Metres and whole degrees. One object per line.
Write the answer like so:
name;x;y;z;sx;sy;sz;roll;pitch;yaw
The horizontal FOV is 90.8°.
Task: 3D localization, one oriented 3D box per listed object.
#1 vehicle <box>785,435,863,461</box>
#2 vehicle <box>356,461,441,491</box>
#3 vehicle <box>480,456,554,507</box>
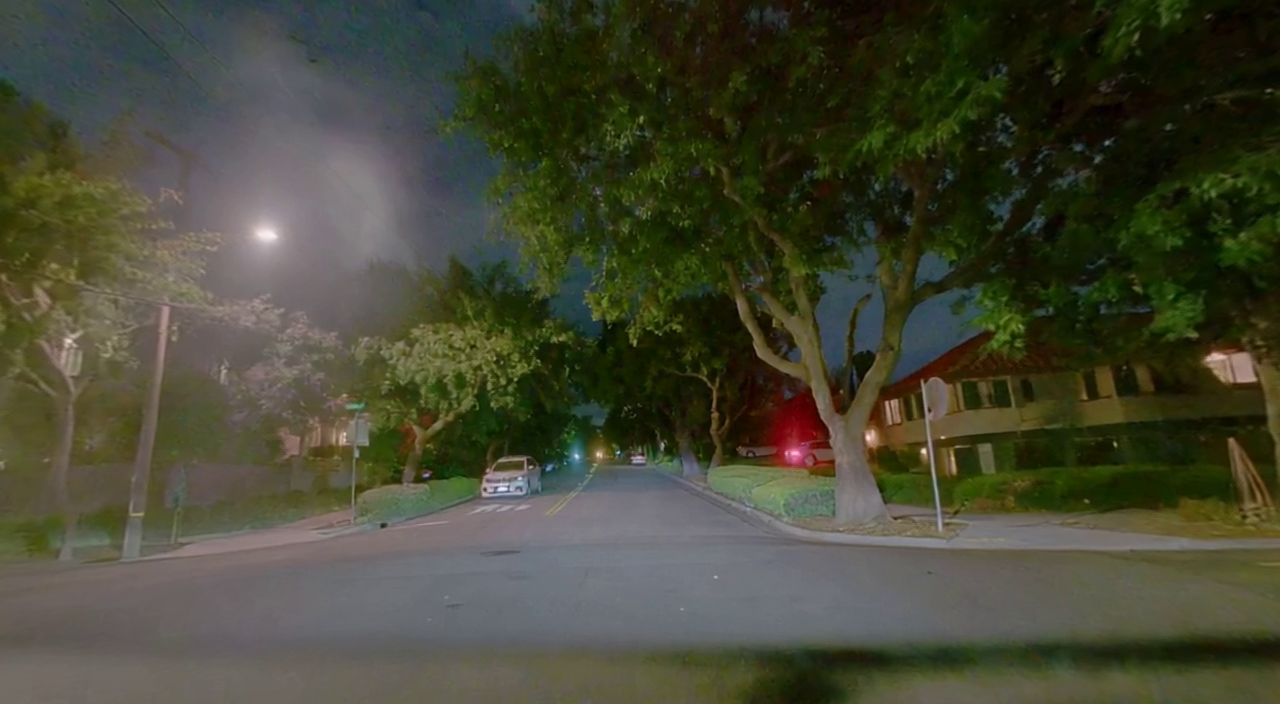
vehicle;11.356;5.956;39.278;4.389;1.480;2.038;-2;-6;8
vehicle;-14.894;7.720;39.118;4.487;1.464;1.889;-5;-14;7
vehicle;-4.562;4.855;24.163;1.973;1.683;4.400;0;-8;-1
